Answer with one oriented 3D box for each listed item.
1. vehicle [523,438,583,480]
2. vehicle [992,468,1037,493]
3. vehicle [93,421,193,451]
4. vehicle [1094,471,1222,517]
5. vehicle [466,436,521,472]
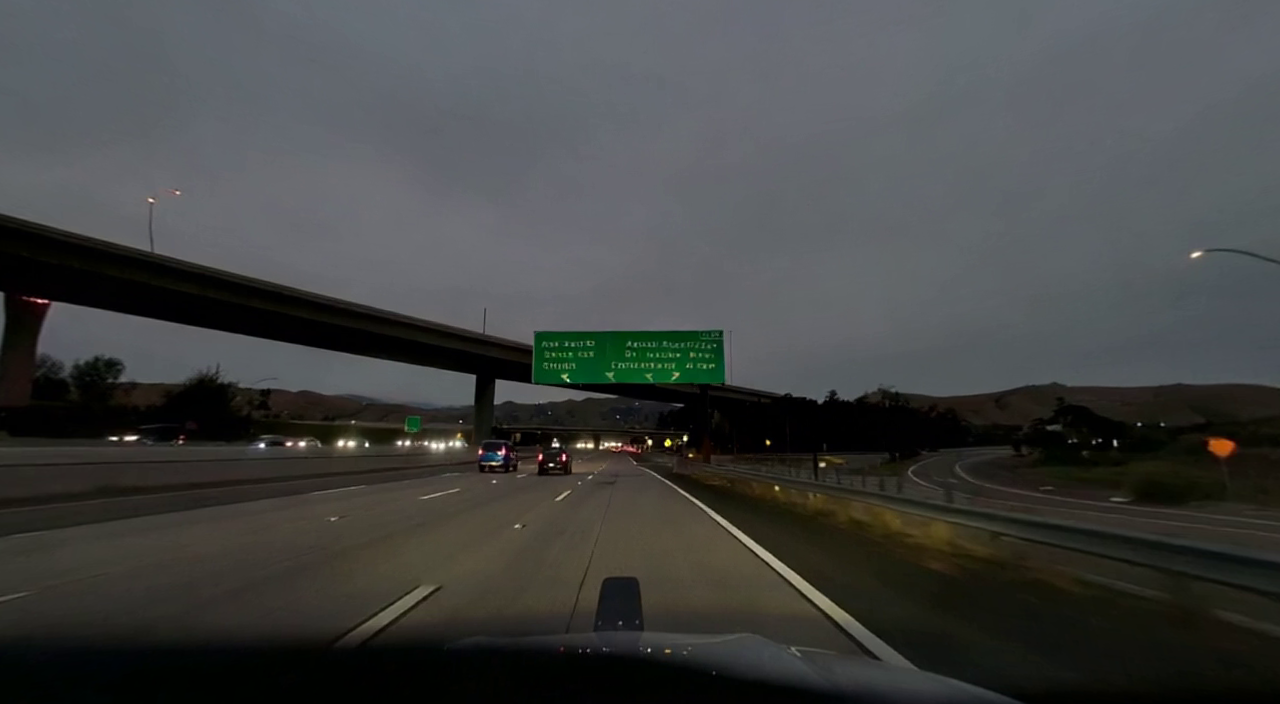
[{"bbox_3d":[-4.022,5.046,30.010,2.144,1.847,4.850,0,-8,0],"label":"vehicle"},{"bbox_3d":[27.529,9.406,46.363,1.944,1.528,4.123,-3,-9,19],"label":"vehicle"},{"bbox_3d":[-34.676,5.953,44.237,2.229,1.985,5.898,0,-8,0],"label":"vehicle"},{"bbox_3d":[21.774,5.957,26.785,2.103,1.523,4.653,-1,-9,10],"label":"vehicle"},{"bbox_3d":[-8.515,5.967,37.077,2.132,1.984,4.639,0,-8,-1],"label":"vehicle"}]
